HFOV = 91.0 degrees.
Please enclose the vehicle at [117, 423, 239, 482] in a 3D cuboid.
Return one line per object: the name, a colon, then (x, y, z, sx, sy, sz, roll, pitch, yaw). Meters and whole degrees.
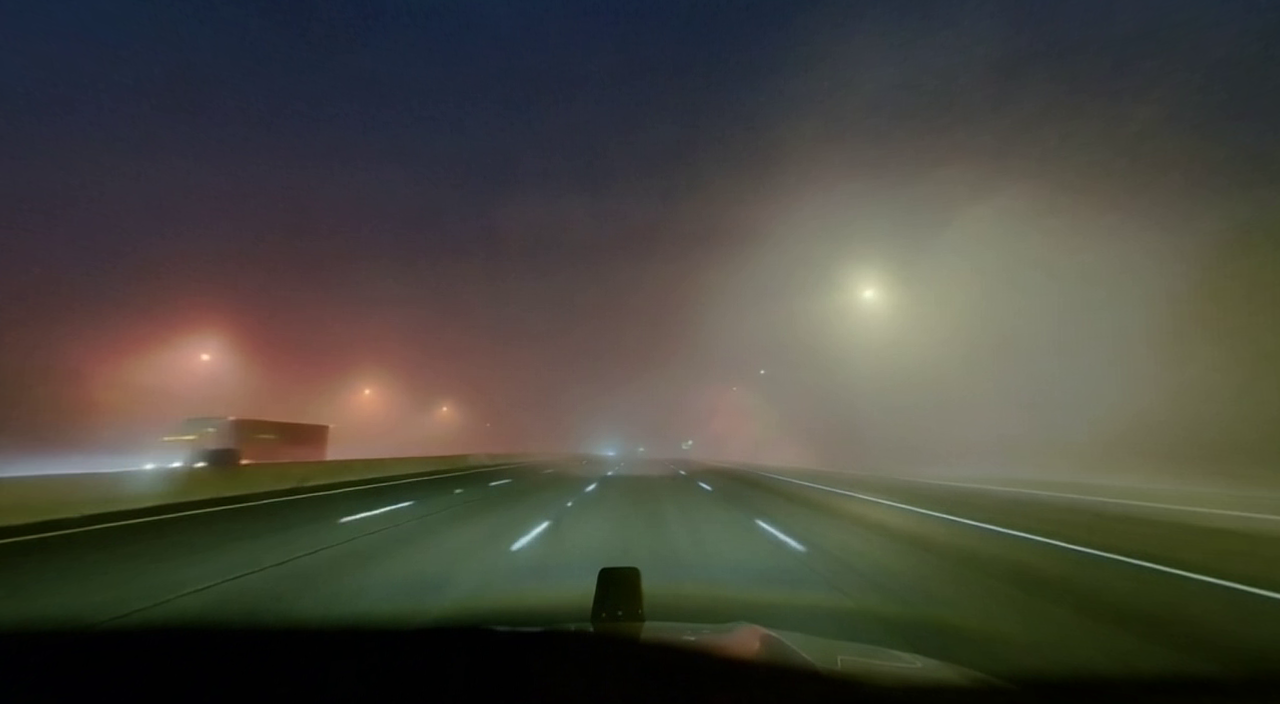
vehicle: (-31.484, 6.888, 43.358, 3.007, 3.704, 6.761, 0, -9, 1)
